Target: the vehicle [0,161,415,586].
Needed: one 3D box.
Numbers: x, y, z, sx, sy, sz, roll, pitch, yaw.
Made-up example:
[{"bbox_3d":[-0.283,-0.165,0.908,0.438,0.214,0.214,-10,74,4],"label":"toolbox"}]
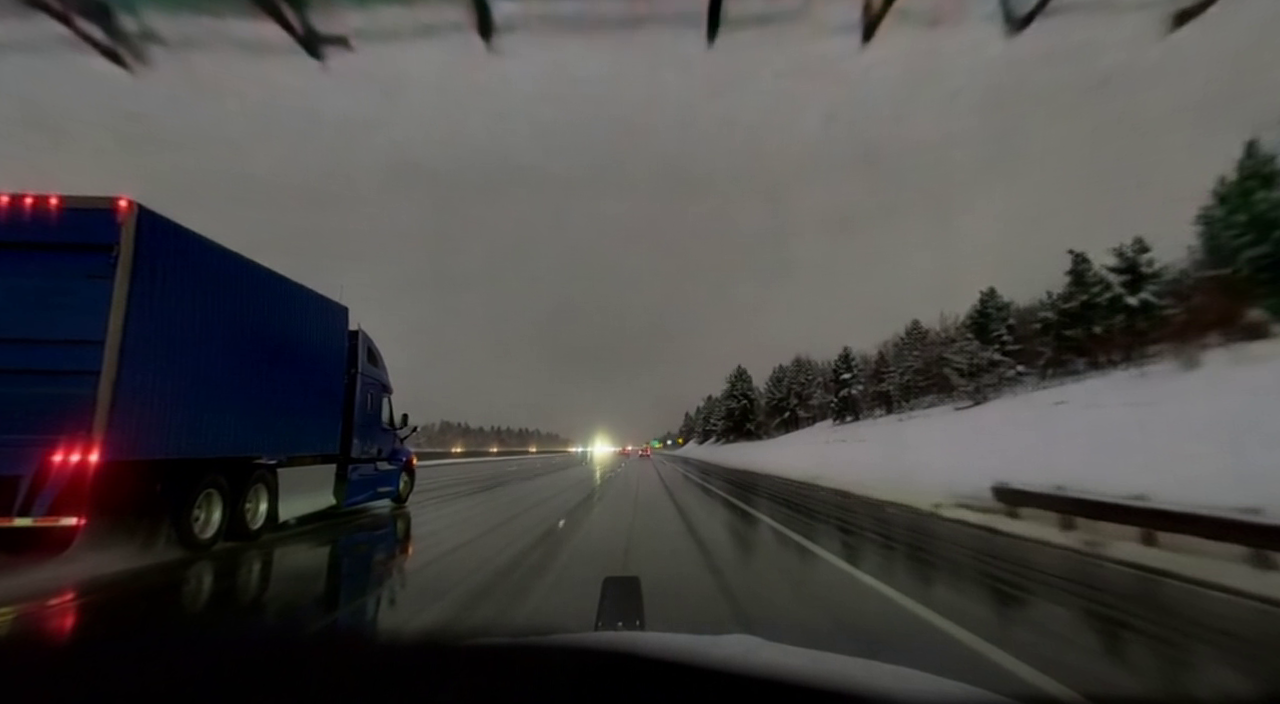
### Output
[{"bbox_3d":[-6.880,0.749,10.099,2.996,3.947,8.600,1,-9,2],"label":"vehicle"}]
